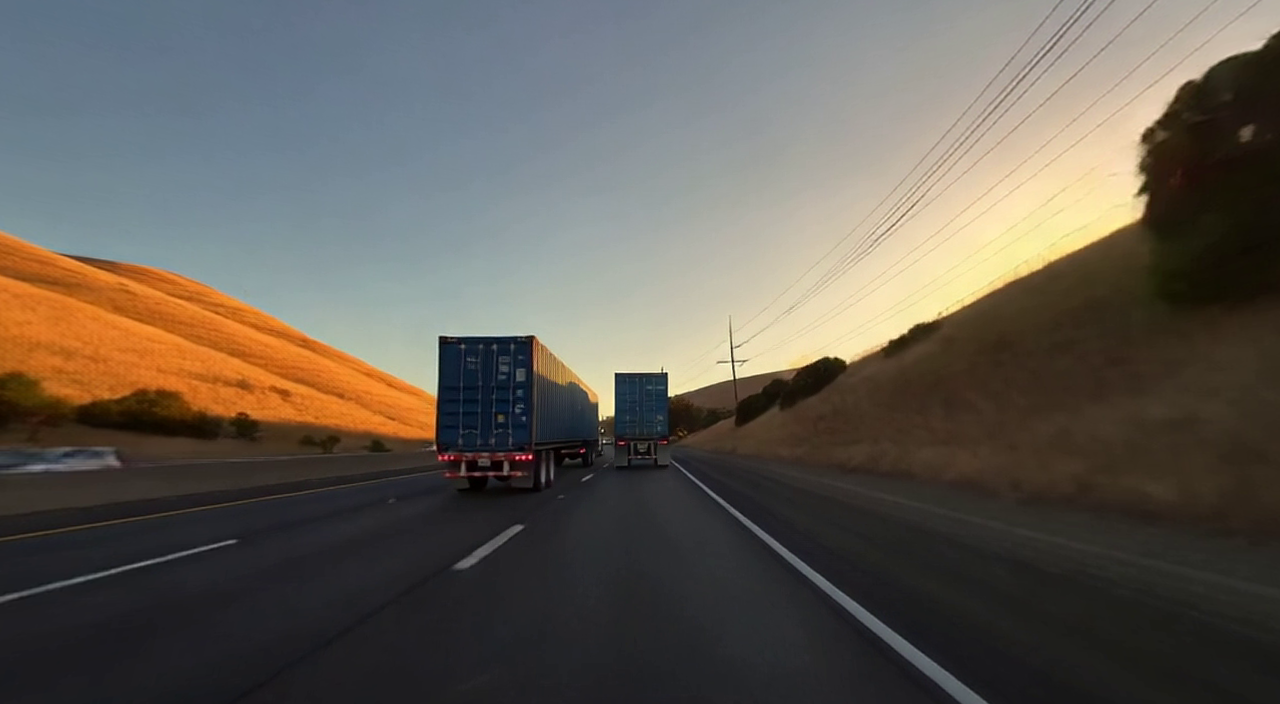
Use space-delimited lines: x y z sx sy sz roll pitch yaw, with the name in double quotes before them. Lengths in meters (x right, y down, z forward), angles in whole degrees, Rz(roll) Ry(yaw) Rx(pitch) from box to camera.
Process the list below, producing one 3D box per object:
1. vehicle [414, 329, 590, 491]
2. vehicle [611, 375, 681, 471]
"vehicle" -4.004 2.411 22.737 3.065 4.105 13.706 0 -8 1
"vehicle" 0.121 3.862 32.882 3.006 4.120 11.586 0 -8 -1
